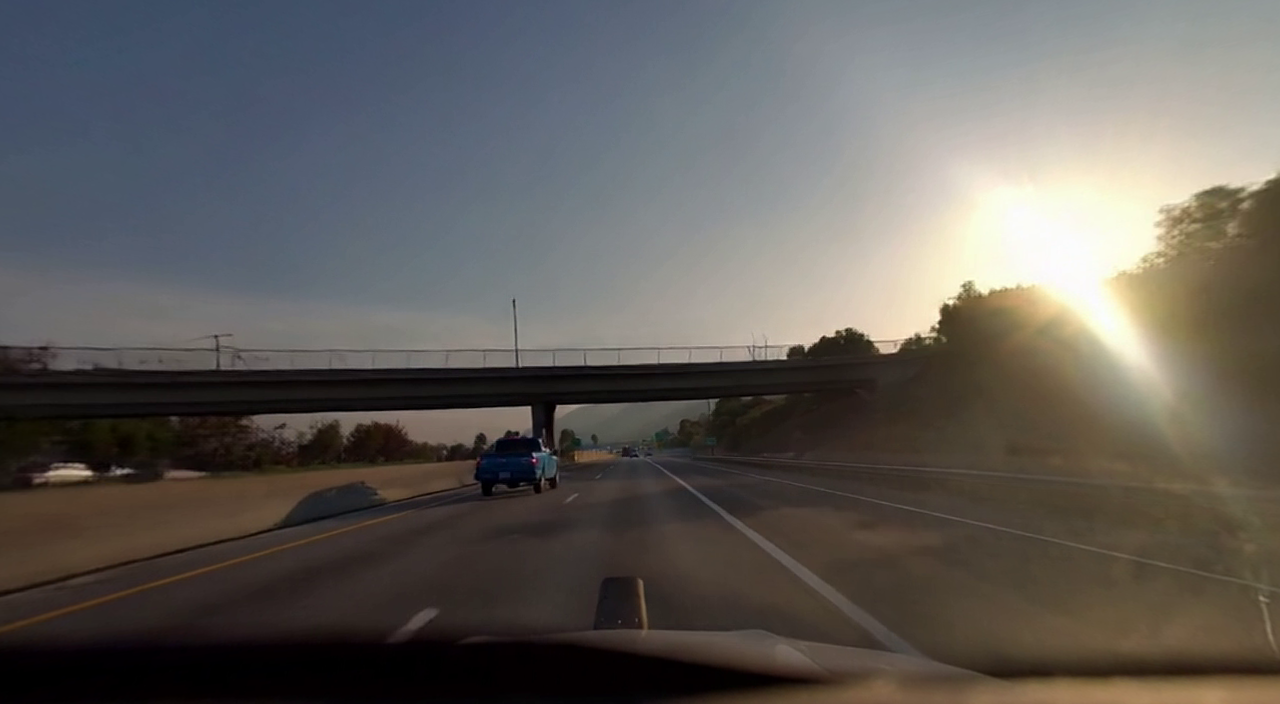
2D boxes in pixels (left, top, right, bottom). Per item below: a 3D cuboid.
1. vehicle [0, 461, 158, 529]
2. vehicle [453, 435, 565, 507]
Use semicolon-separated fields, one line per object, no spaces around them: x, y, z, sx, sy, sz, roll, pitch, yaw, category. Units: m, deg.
-15.859;3.784;17.135;1.827;1.466;4.553;0;-9;-1;vehicle
-3.440;3.236;17.523;2.152;1.717;4.423;-1;-9;0;vehicle
